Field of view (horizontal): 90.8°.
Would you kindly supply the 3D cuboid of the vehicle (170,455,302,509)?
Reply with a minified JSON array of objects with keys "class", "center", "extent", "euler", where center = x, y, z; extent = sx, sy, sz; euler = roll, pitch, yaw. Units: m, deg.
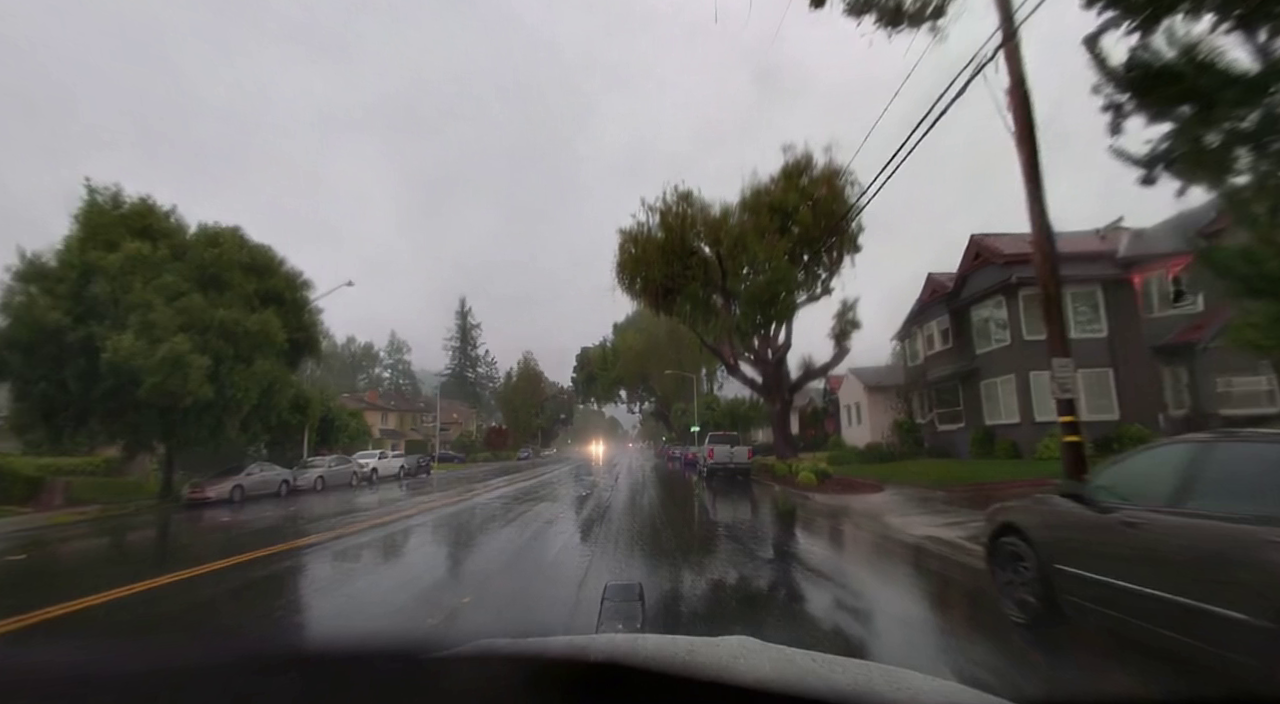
[{"class":"vehicle","center":[-13.985,4.496,22.180],"extent":[2.017,1.574,4.024],"euler":[-4,-10,-1]}]

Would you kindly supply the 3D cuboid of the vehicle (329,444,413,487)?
[{"class":"vehicle","center":[-13.963,5.912,33.158],"extent":[2.213,1.903,5.326],"euler":[-5,-9,-2]}]

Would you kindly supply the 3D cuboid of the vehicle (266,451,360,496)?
[{"class":"vehicle","center":[-13.949,5.158,27.232],"extent":[1.772,1.736,4.020],"euler":[0,-9,1]}]

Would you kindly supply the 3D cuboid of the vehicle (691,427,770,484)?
[{"class":"vehicle","center":[3.511,4.227,26.000],"extent":[2.327,2.026,6.259],"euler":[0,-9,0]}]

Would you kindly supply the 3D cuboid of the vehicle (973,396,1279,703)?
[{"class":"vehicle","center":[3.795,0.974,2.559],"extent":[2.071,1.610,5.193],"euler":[0,-9,0]}]
